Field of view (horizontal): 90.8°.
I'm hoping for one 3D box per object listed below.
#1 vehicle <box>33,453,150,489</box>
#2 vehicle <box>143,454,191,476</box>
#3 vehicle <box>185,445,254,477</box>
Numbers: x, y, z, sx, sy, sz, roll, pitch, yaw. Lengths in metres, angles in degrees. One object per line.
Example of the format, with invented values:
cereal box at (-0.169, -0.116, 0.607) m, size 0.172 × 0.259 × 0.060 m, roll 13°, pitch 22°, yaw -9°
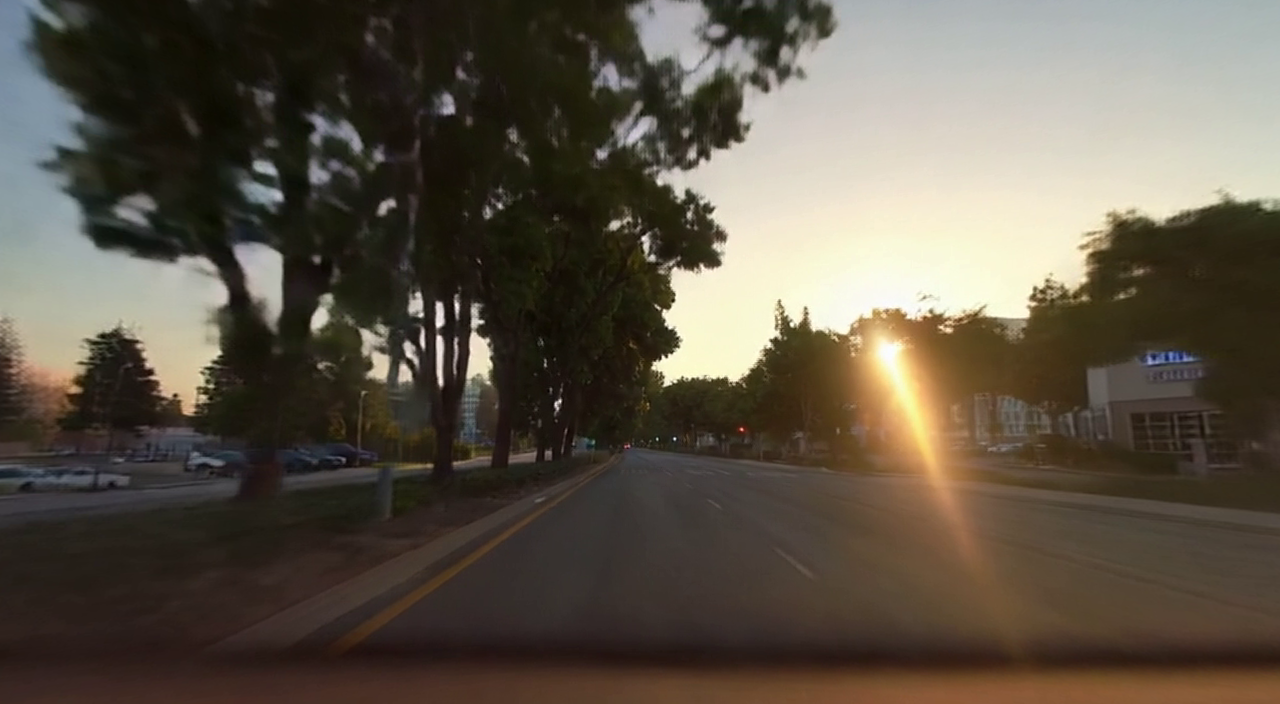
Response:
vehicle at (-28.512, 6.152, 33.086) m, size 1.948 × 1.689 × 4.553 m, roll 0°, pitch -9°, yaw 1°
vehicle at (-33.888, 8.075, 45.338) m, size 2.020 × 1.489 × 3.997 m, roll 4°, pitch -10°, yaw -26°
vehicle at (-28.428, 7.349, 42.924) m, size 2.124 × 2.004 × 5.473 m, roll 2°, pitch -9°, yaw -15°
